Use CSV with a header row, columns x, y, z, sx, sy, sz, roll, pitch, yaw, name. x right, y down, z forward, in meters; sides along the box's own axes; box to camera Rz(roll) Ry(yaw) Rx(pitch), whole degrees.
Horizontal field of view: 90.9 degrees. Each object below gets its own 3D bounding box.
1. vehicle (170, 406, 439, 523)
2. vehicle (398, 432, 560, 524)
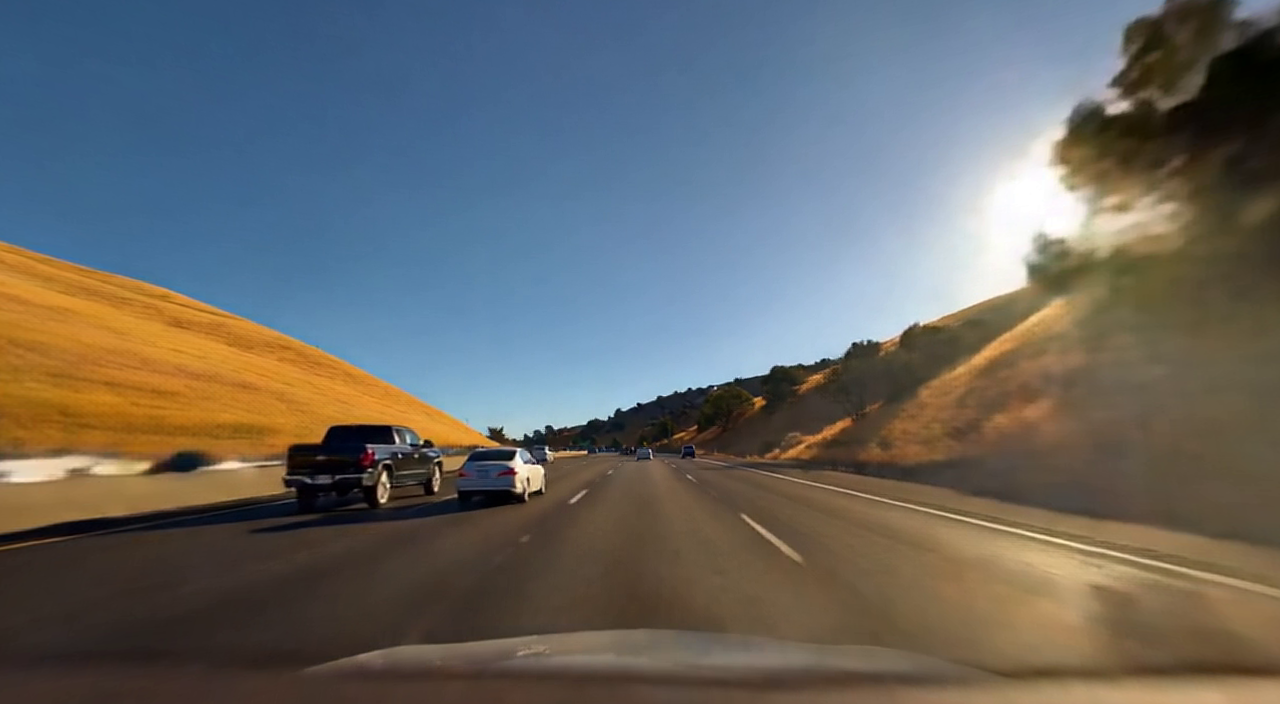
x,y,z,sx,sy,sz,roll,pitch,yaw,name
-6.978,2.472,14.392,2.589,2.063,6.206,-1,-8,2,vehicle
-3.063,2.508,13.159,2.091,1.552,4.516,0,-9,2,vehicle
